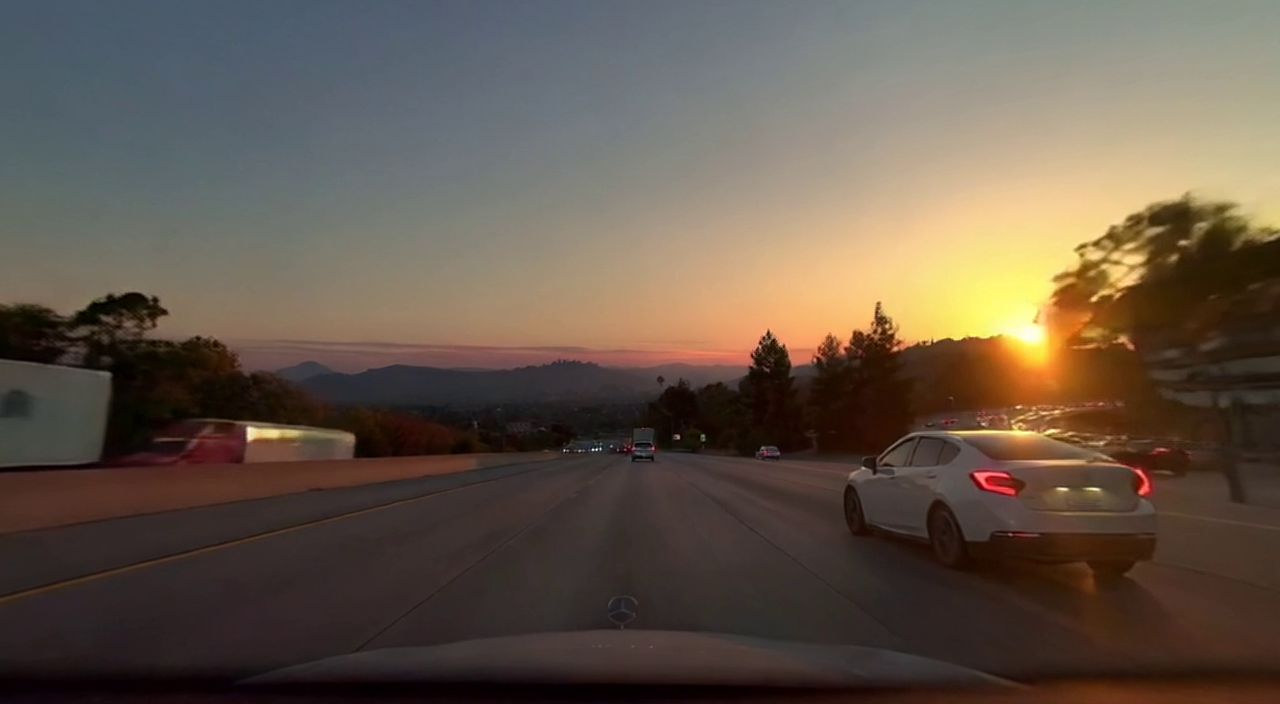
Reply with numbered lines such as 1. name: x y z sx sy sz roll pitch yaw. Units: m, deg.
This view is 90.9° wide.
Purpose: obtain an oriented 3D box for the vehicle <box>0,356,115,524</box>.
1. vehicle: -15.914 1.781 12.915 3.049 3.710 8.153 0 -9 1

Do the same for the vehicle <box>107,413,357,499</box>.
1. vehicle: -15.916 4.302 26.396 2.723 2.765 11.554 0 -9 0

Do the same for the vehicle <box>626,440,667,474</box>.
1. vehicle: 0.284 5.575 33.507 2.015 1.639 4.086 0 -9 -1

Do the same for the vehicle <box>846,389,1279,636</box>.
1. vehicle: 4.064 1.431 6.713 2.008 1.595 5.082 -1 -9 0
